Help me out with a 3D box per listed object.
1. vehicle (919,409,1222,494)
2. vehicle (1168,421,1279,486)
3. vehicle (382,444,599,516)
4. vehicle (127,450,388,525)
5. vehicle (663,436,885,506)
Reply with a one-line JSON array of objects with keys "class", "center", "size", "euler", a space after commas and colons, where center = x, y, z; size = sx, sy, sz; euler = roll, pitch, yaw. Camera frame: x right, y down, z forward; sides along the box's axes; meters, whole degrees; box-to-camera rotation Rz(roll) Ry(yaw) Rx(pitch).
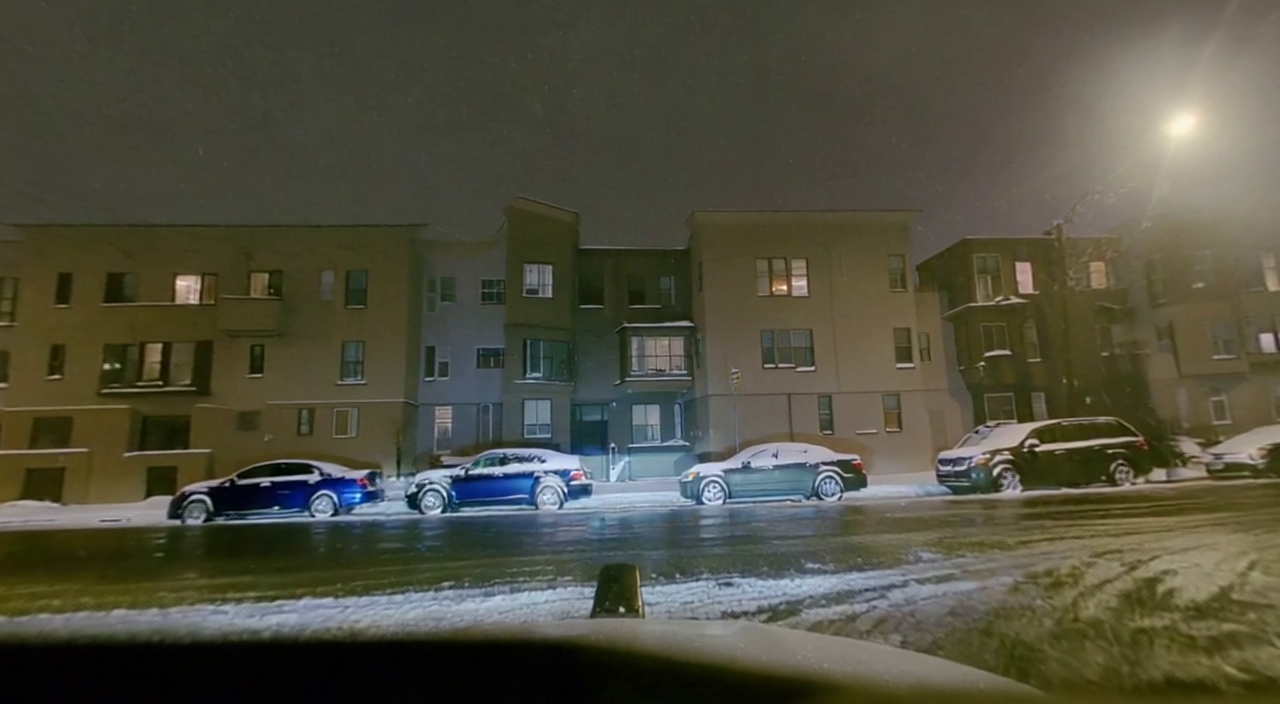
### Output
[{"class": "vehicle", "center": [10.174, 2.392, 15.292], "size": [5.739, 1.852, 2.330], "euler": [1, -8, -4]}, {"class": "vehicle", "center": [16.138, 2.503, 15.714], "size": [4.426, 1.476, 1.864], "euler": [1, -8, -4]}, {"class": "vehicle", "center": [-3.203, 2.829, 14.286], "size": [4.489, 1.470, 1.776], "euler": [1, -8, -5]}, {"class": "vehicle", "center": [-8.107, 2.889, 13.809], "size": [4.423, 1.449, 1.813], "euler": [1, -9, -6]}, {"class": "vehicle", "center": [2.973, 2.715, 14.678], "size": [4.681, 1.480, 1.817], "euler": [1, -8, -5]}]
